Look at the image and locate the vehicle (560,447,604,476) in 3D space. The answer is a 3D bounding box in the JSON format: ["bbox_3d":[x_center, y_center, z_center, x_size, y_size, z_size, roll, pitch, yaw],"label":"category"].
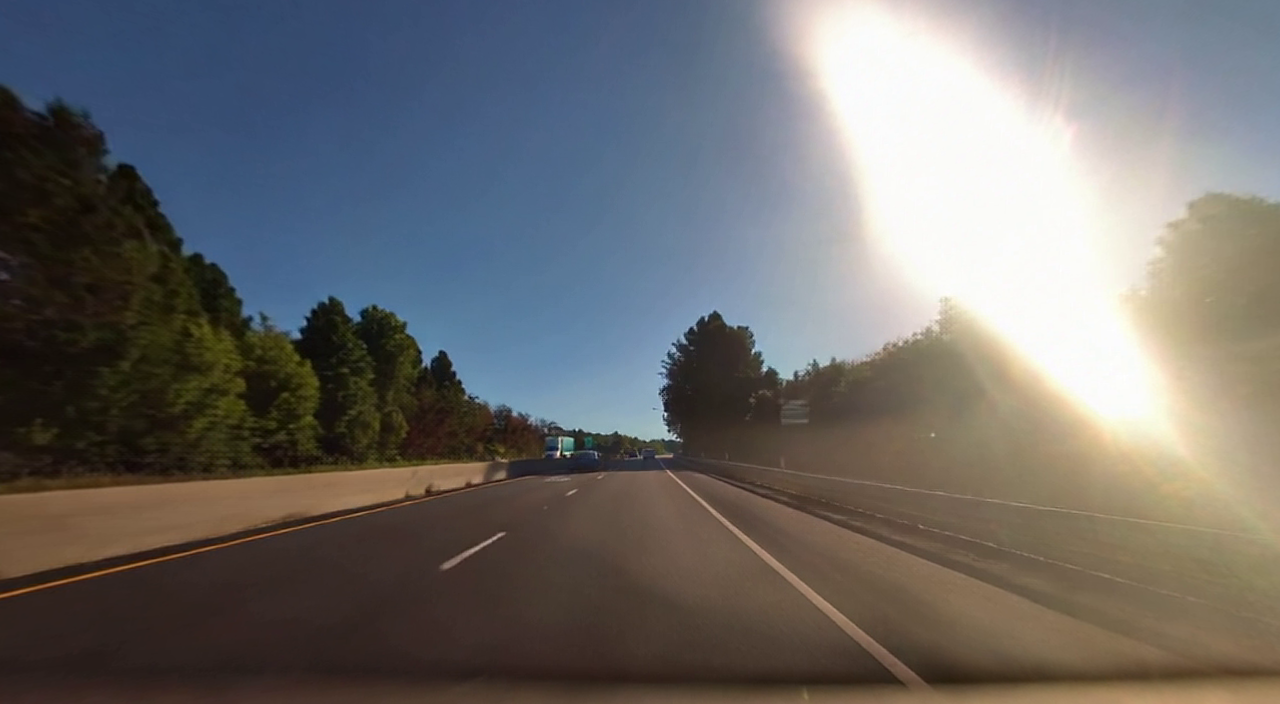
[{"bbox_3d":[-3.377,6.447,37.304,2.088,1.586,4.000,0,-9,2],"label":"vehicle"}]
